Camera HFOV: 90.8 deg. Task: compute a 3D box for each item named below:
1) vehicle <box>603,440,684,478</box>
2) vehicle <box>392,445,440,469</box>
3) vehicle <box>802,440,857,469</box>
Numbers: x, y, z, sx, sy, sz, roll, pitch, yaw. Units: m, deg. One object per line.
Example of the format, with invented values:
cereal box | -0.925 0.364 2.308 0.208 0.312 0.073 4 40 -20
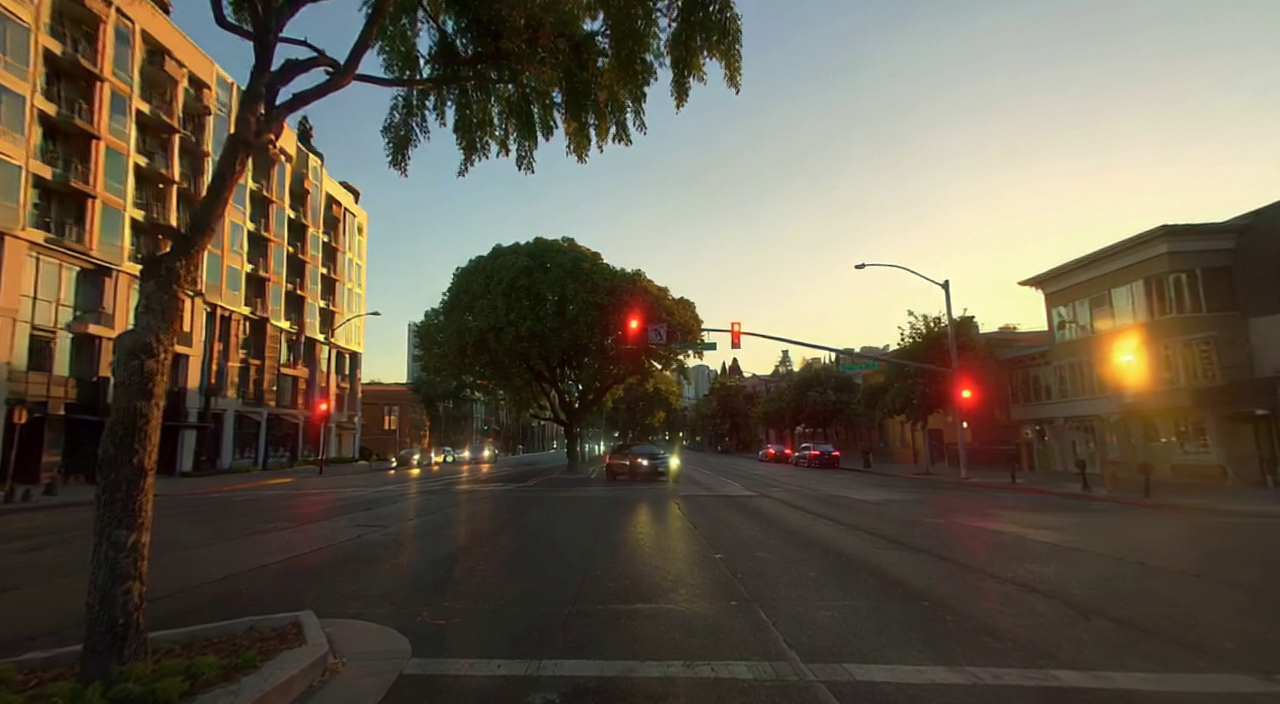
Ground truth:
vehicle | 0.022 4.496 26.909 1.933 1.460 4.683 3 -9 -20
vehicle | -16.483 7.721 46.757 2.075 1.708 4.335 0 -8 -1
vehicle | 13.053 7.109 43.830 2.181 1.876 4.723 0 -8 -2
